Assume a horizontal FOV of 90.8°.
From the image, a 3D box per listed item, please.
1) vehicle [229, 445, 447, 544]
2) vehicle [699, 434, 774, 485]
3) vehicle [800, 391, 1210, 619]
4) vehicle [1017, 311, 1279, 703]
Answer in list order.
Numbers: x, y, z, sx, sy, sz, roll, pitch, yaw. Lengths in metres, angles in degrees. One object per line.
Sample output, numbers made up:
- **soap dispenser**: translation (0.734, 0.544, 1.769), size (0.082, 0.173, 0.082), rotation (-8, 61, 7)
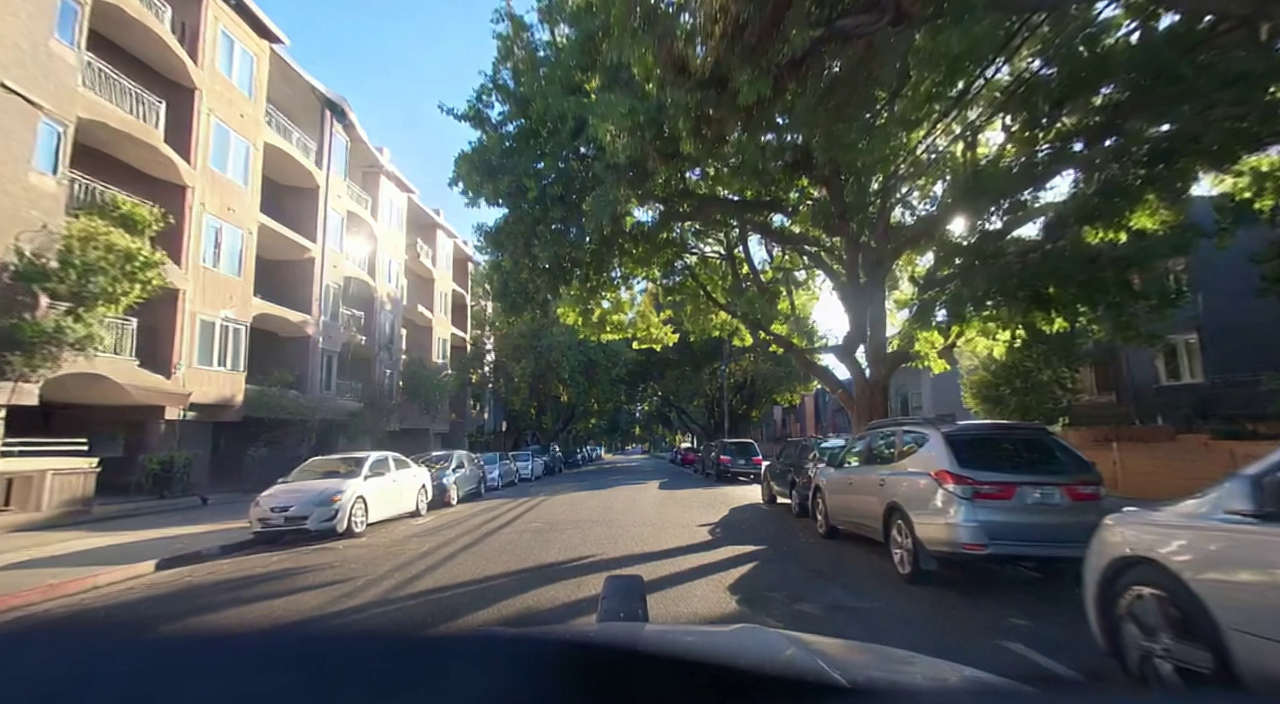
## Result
- **vehicle**: translation (-5.237, 2.475, 11.755), size (1.772, 1.466, 4.342), rotation (0, -8, 2)
- **vehicle**: translation (3.707, 4.241, 25.266), size (2.082, 1.809, 4.998), rotation (0, -8, -2)
- **vehicle**: translation (3.621, 1.608, 7.664), size (2.093, 1.801, 4.788), rotation (2, -8, 0)
- **vehicle**: translation (3.471, 0.643, 1.481), size (2.131, 1.829, 4.894), rotation (0, -8, 0)
